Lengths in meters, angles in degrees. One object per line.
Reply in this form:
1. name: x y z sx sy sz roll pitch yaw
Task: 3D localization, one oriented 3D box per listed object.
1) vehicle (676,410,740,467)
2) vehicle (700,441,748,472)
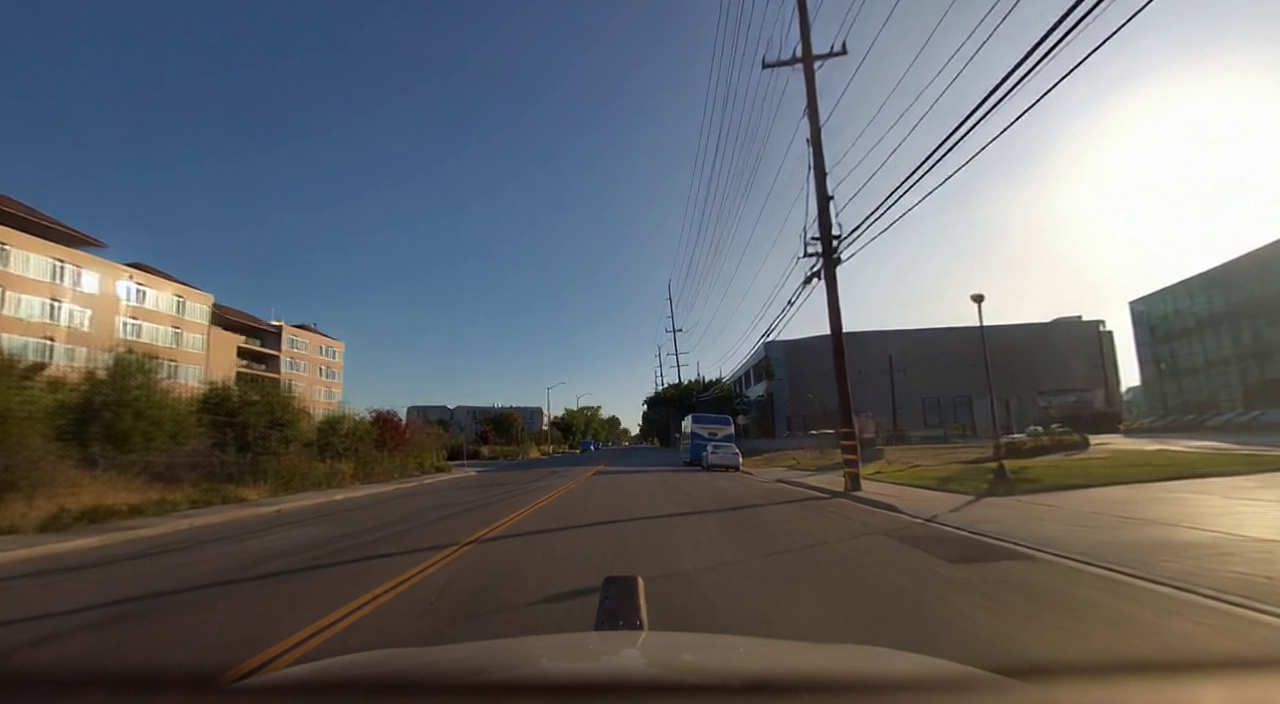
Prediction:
1. vehicle: 4.169 5.610 40.816 3.110 3.241 8.788 0 -8 0
2. vehicle: 4.345 5.469 33.320 1.852 1.497 3.672 -2 -8 -2
